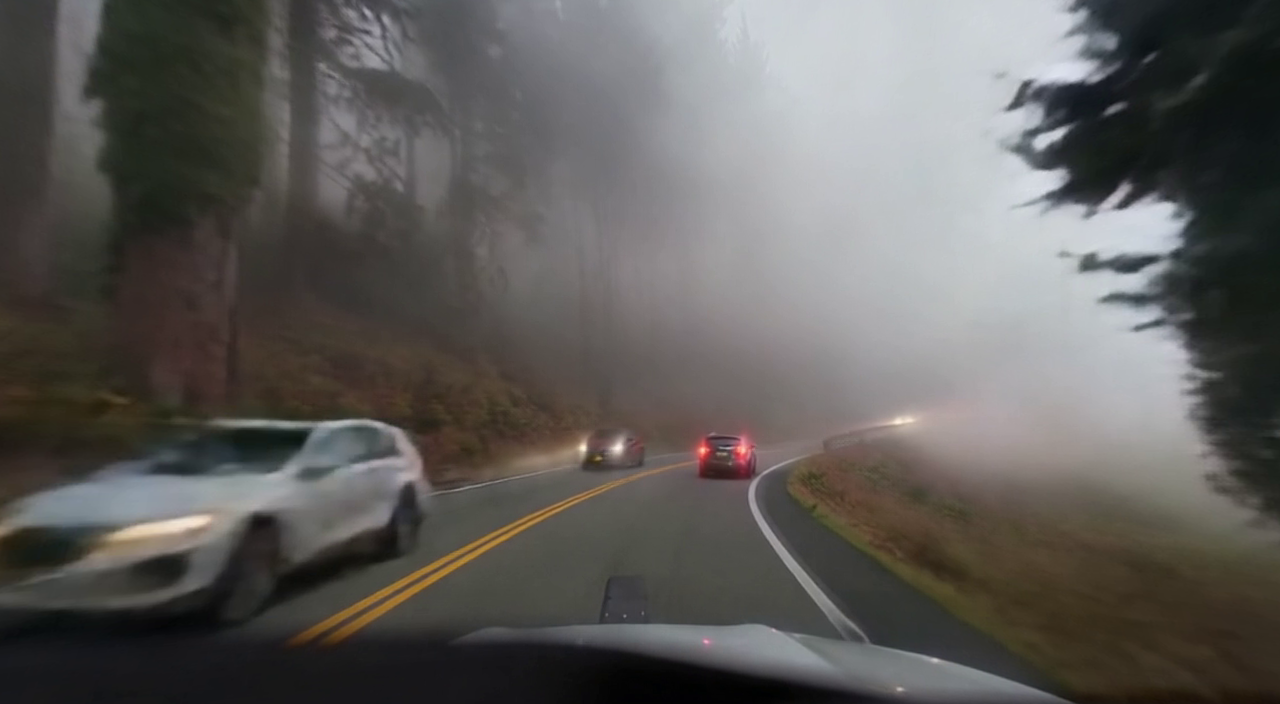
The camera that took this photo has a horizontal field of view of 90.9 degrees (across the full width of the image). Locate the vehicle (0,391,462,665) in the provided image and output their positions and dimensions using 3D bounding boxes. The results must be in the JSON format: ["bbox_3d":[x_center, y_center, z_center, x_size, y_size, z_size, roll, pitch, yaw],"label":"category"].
[{"bbox_3d":[-3.773,1.462,6.412,2.347,1.757,4.359,-1,-8,5],"label":"vehicle"}]

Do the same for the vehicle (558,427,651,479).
[{"bbox_3d":[-1.136,3.535,22.355,2.032,1.654,4.204,-2,-8,16],"label":"vehicle"}]

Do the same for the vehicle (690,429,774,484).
[{"bbox_3d":[3.102,3.335,20.486,2.274,1.583,4.349,-2,-8,13],"label":"vehicle"}]
